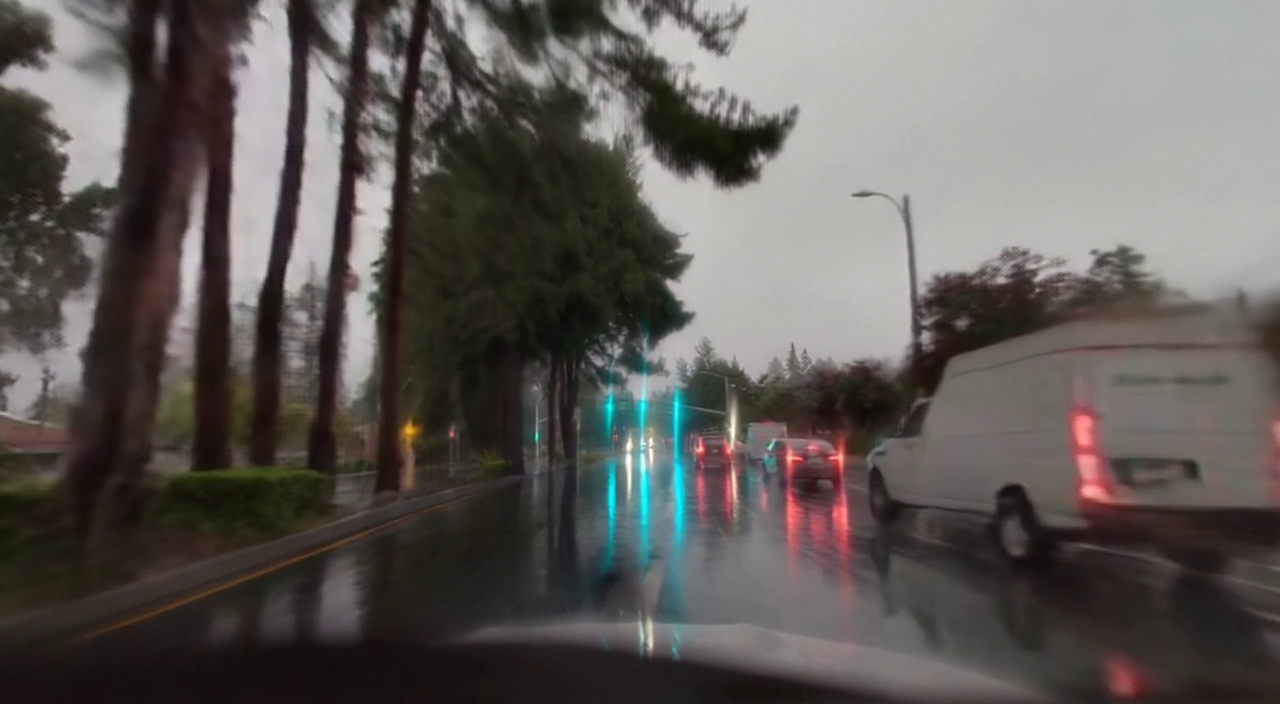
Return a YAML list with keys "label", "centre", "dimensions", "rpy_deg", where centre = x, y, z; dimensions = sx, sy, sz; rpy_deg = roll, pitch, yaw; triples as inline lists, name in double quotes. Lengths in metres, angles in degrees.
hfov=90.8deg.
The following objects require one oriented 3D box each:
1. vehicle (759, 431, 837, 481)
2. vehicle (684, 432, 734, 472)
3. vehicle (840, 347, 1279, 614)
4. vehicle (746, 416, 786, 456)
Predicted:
- label: "vehicle"
  centre: [6.103, 4.028, 25.017]
  dimensions: [1.803, 1.754, 4.480]
  rpy_deg: [0, -7, -2]
- label: "vehicle"
  centre: [3.121, 4.595, 29.310]
  dimensions: [2.052, 1.693, 4.554]
  rpy_deg: [0, -8, 3]
- label: "vehicle"
  centre: [4.560, 1.438, 8.084]
  dimensions: [2.268, 2.090, 6.113]
  rpy_deg: [0, -8, 3]
- label: "vehicle"
  centre: [7.841, 5.297, 39.646]
  dimensions: [1.933, 2.309, 3.468]
  rpy_deg: [-2, -8, 3]
